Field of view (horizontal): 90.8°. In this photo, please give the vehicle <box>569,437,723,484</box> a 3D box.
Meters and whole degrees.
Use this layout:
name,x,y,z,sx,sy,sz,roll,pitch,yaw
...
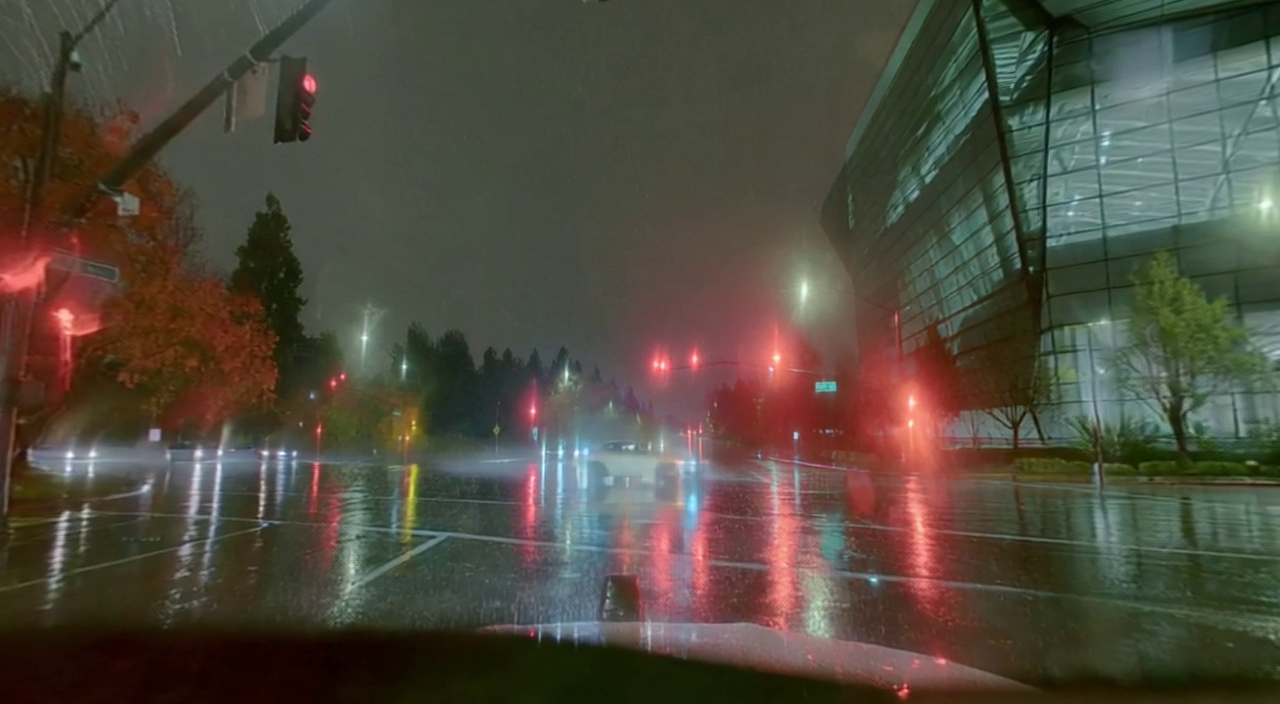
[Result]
name,x,y,z,sx,sy,sz,roll,pitch,yaw
vehicle,0.108,3.909,22.983,5.408,1.505,2.091,-7,-11,37

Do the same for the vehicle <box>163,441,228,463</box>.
name,x,y,z,sx,sy,sz,roll,pitch,yaw
vehicle,-30.481,6.827,43.282,4.380,1.455,1.869,-5,-10,30

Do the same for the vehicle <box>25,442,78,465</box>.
name,x,y,z,sx,sy,sz,roll,pitch,yaw
vehicle,-38.297,6.565,41.088,4.323,1.390,1.953,-8,-11,41
